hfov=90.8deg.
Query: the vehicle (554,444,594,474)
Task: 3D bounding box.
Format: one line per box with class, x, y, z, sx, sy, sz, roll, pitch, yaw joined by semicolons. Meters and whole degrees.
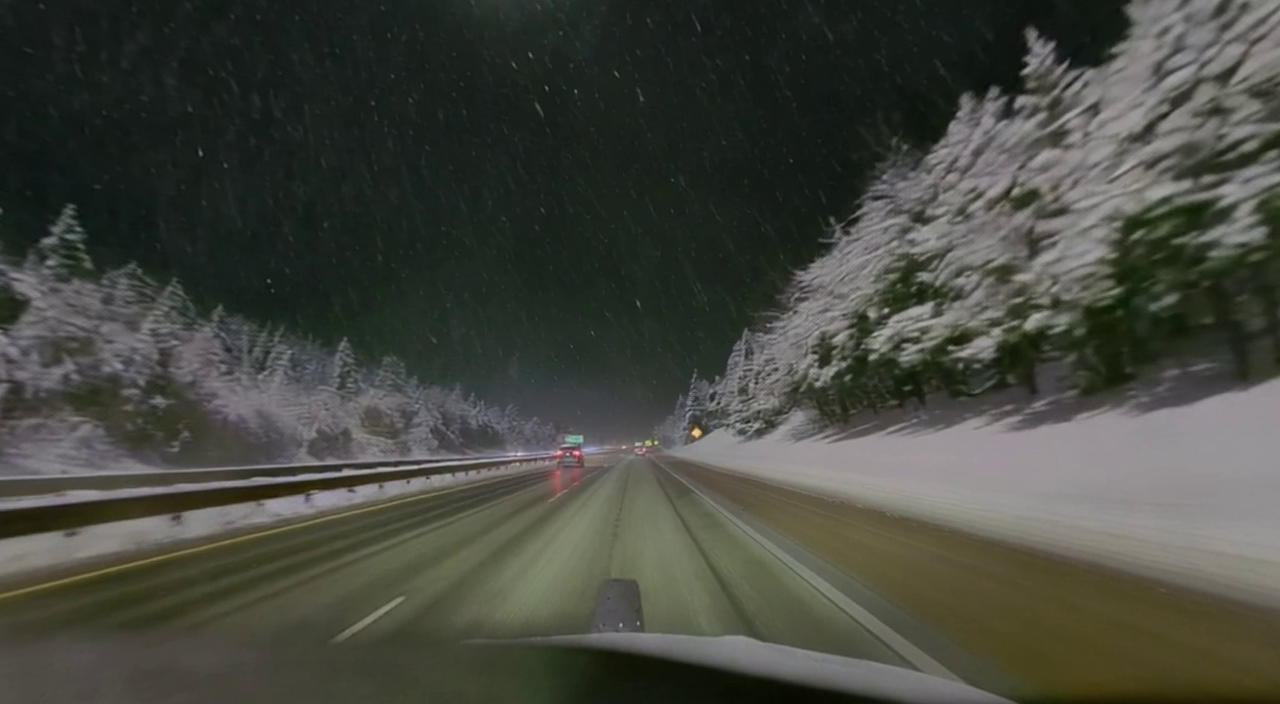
vehicle;-3.814;6.230;36.923;1.846;1.600;4.108;0;-9;1
